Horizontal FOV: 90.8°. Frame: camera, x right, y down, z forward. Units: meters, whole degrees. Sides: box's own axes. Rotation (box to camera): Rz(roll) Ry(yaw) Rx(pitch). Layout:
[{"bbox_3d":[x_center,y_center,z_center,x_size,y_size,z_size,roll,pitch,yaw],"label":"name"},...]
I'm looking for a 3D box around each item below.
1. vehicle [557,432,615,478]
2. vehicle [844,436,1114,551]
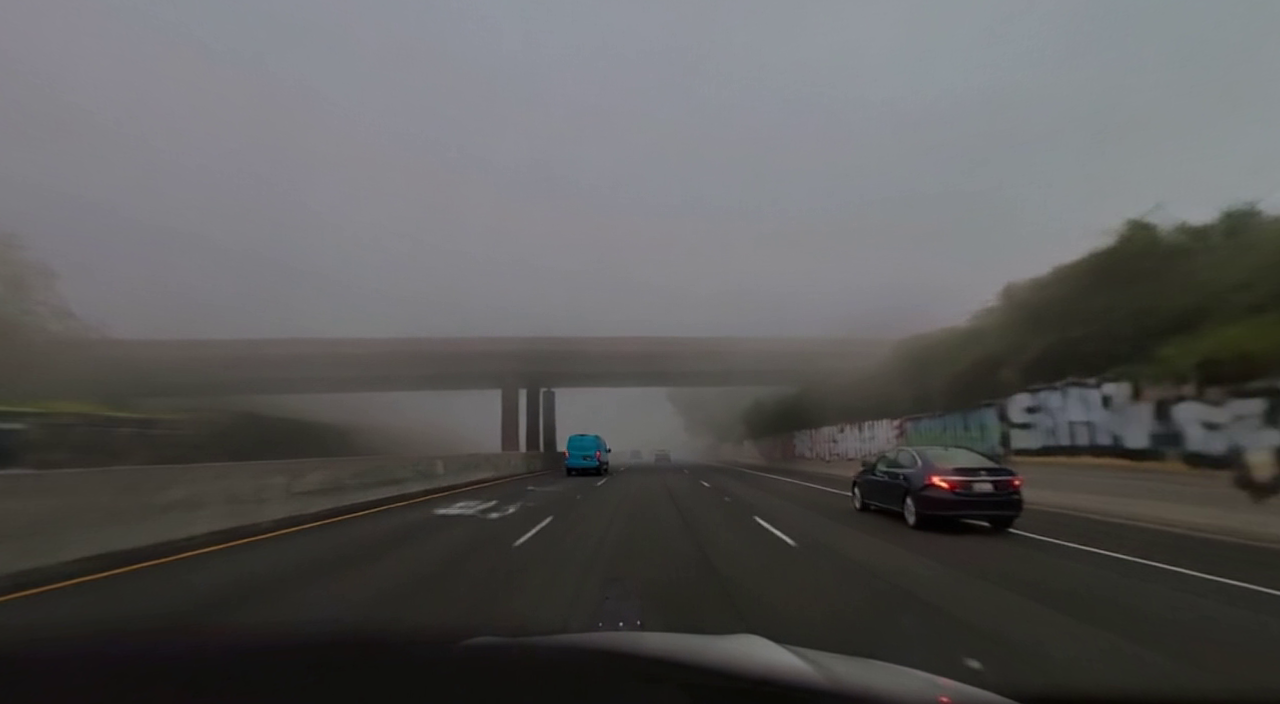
[{"bbox_3d":[-2.513,5.014,30.889,2.310,2.030,5.094,0,-9,1],"label":"vehicle"},{"bbox_3d":[5.230,2.212,10.681,1.972,1.492,4.623,0,-9,0],"label":"vehicle"}]
